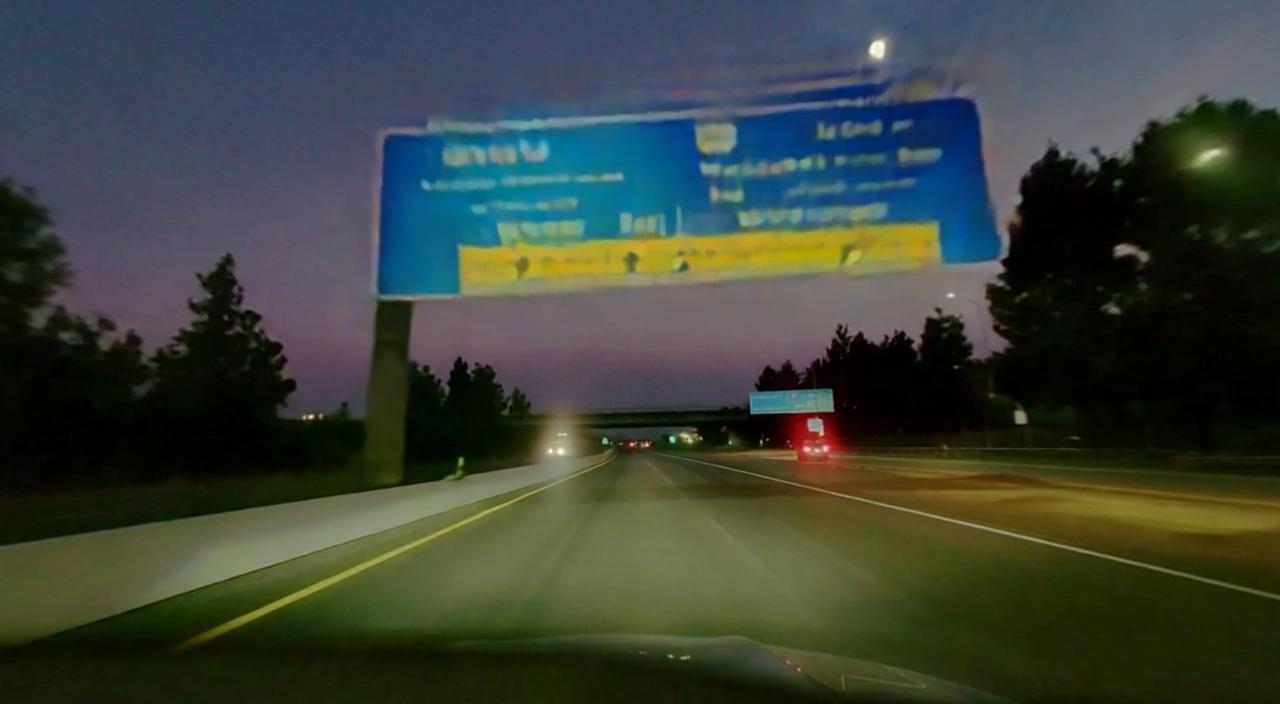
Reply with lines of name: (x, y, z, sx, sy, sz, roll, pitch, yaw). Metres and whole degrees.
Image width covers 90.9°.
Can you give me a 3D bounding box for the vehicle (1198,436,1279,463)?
vehicle: (41.007, 6.641, 42.942, 3.974, 1.586, 1.828, -3, -6, 11)
